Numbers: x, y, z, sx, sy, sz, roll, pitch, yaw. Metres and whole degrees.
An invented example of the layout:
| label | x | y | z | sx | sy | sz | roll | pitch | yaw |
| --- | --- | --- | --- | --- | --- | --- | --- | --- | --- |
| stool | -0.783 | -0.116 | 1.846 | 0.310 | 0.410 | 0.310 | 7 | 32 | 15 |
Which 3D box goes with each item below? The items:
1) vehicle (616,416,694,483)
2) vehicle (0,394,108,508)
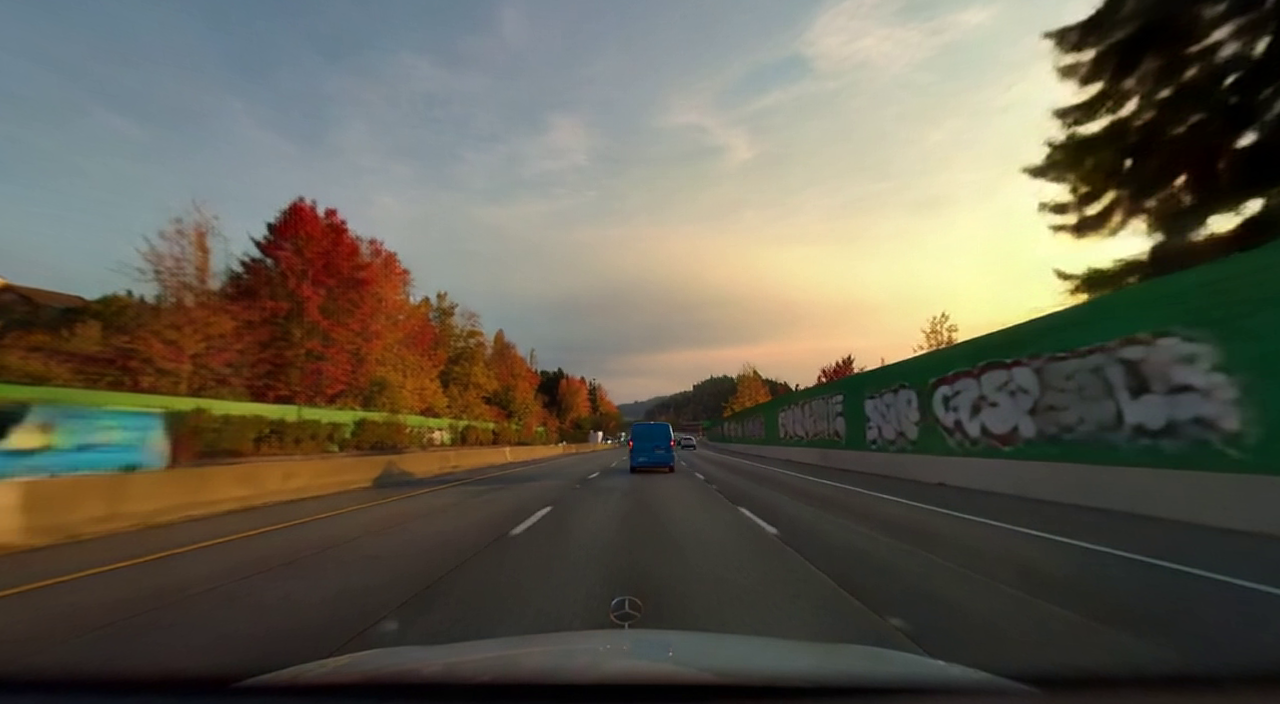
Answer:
| label | x | y | z | sx | sy | sz | roll | pitch | yaw |
| --- | --- | --- | --- | --- | --- | --- | --- | --- | --- |
| vehicle | 0.436 | 3.194 | 20.835 | 2.283 | 1.956 | 4.421 | 0 | -8 | 0 |
| vehicle | -16.471 | 2.357 | 14.898 | 2.356 | 2.698 | 5.982 | 0 | -8 | 1 |
